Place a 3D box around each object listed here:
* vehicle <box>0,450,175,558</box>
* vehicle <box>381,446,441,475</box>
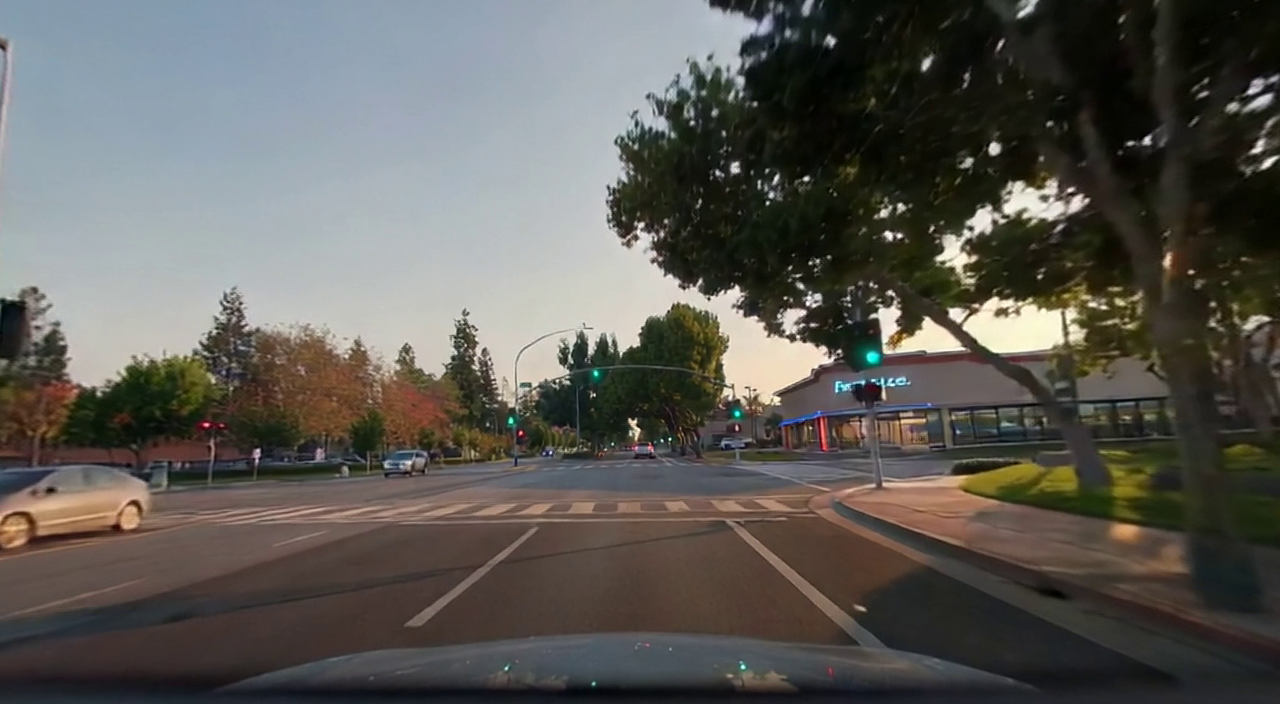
[{"bbox_3d":[-10.444,2.421,10.435,2.121,1.543,4.349,0,-8,1],"label":"vehicle"},{"bbox_3d":[-15.385,7.287,42.797,2.071,1.800,4.954,-1,-8,2],"label":"vehicle"}]
